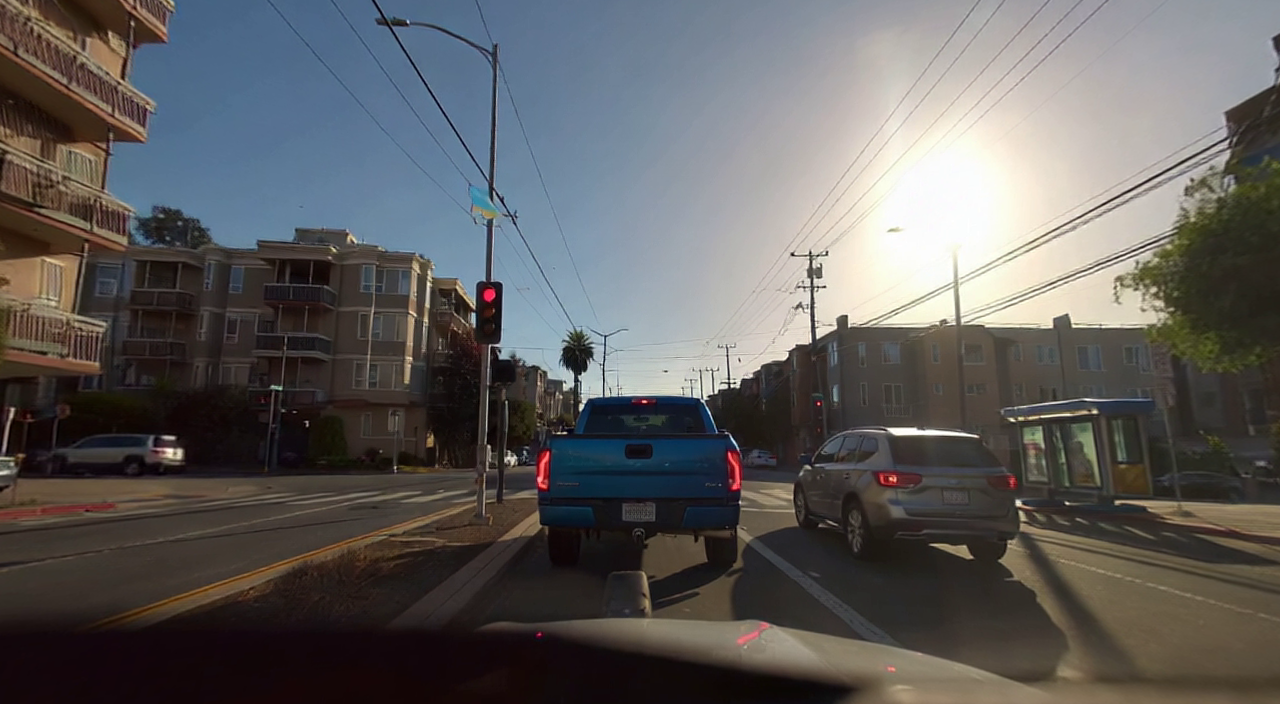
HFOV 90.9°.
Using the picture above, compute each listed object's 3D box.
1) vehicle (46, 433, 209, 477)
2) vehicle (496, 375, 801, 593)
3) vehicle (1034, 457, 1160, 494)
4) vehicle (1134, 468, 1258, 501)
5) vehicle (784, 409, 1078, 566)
[{"bbox_3d":[-21.460,4.331,26.546,5.043,1.766,1.980,0,-9,-1],"label":"vehicle"},{"bbox_3d":[0.106,1.559,8.300,2.738,1.959,5.070,0,-8,1],"label":"vehicle"},{"bbox_3d":[21.791,5.893,30.177,4.498,1.618,1.843,0,-8,0],"label":"vehicle"},{"bbox_3d":[26.384,6.284,29.999,4.071,1.388,1.884,0,-8,1],"label":"vehicle"},{"bbox_3d":[3.845,1.887,9.579,2.131,1.759,4.762,0,-8,-1],"label":"vehicle"}]
